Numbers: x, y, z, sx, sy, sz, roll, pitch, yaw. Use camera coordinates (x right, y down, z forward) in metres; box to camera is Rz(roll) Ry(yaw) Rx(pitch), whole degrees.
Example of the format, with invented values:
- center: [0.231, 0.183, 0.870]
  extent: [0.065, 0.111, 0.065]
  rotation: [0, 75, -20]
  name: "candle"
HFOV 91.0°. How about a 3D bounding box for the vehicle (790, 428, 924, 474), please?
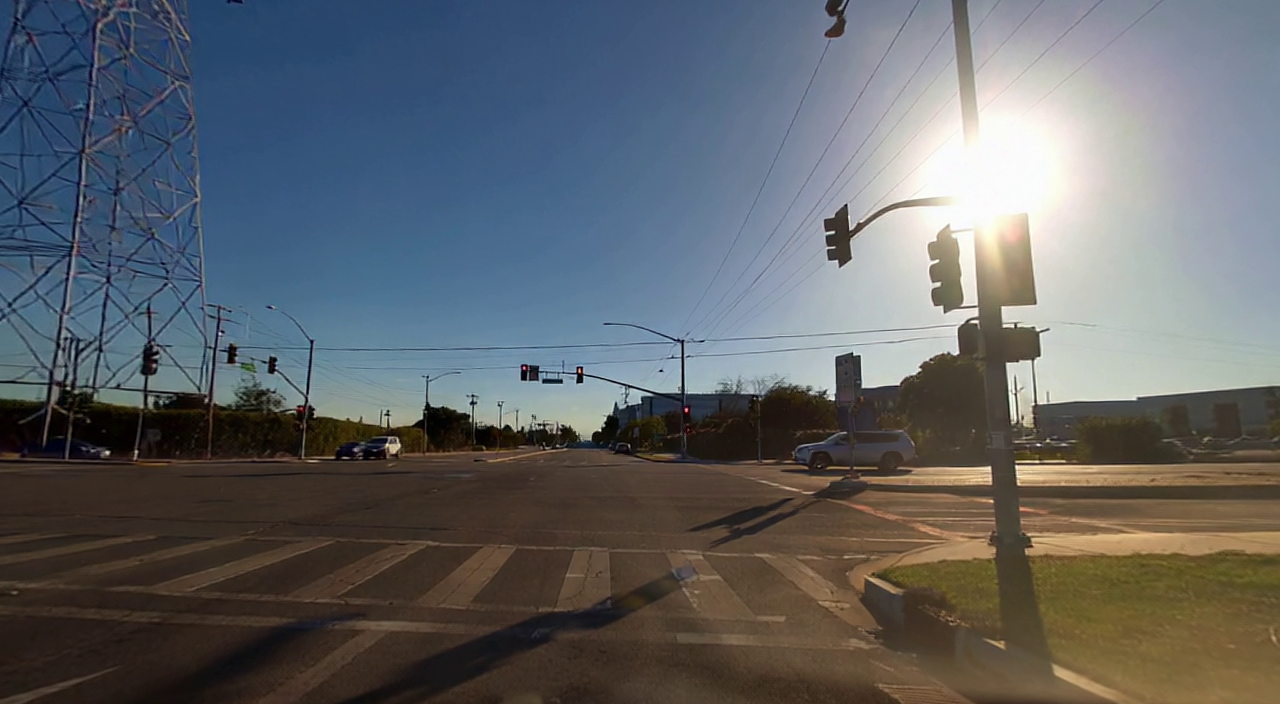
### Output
- center: [8.698, 4.029, 25.719]
  extent: [4.884, 1.714, 2.021]
  rotation: [-2, -9, 12]
  name: "vehicle"
